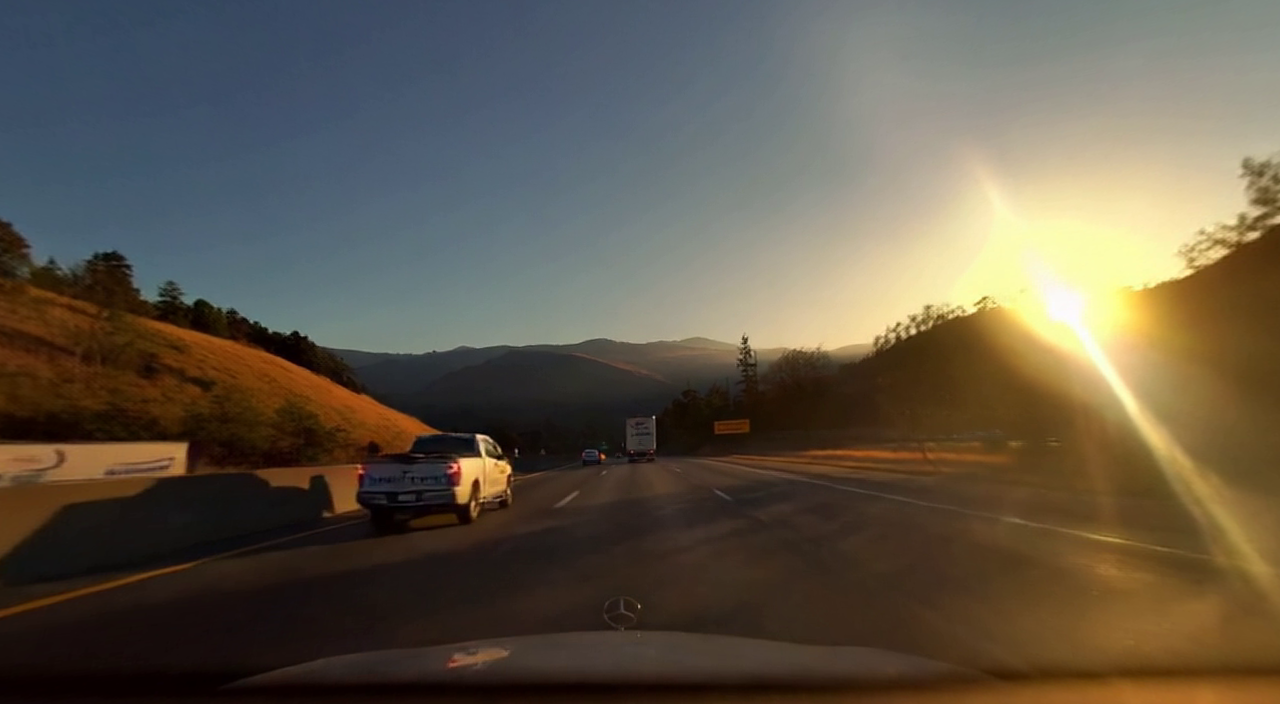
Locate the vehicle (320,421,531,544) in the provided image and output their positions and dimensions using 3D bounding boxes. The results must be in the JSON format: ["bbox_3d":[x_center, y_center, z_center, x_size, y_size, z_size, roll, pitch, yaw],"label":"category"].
[{"bbox_3d":[-3.368,2.155,10.926,2.160,1.691,4.243,0,-9,0],"label":"vehicle"}]
